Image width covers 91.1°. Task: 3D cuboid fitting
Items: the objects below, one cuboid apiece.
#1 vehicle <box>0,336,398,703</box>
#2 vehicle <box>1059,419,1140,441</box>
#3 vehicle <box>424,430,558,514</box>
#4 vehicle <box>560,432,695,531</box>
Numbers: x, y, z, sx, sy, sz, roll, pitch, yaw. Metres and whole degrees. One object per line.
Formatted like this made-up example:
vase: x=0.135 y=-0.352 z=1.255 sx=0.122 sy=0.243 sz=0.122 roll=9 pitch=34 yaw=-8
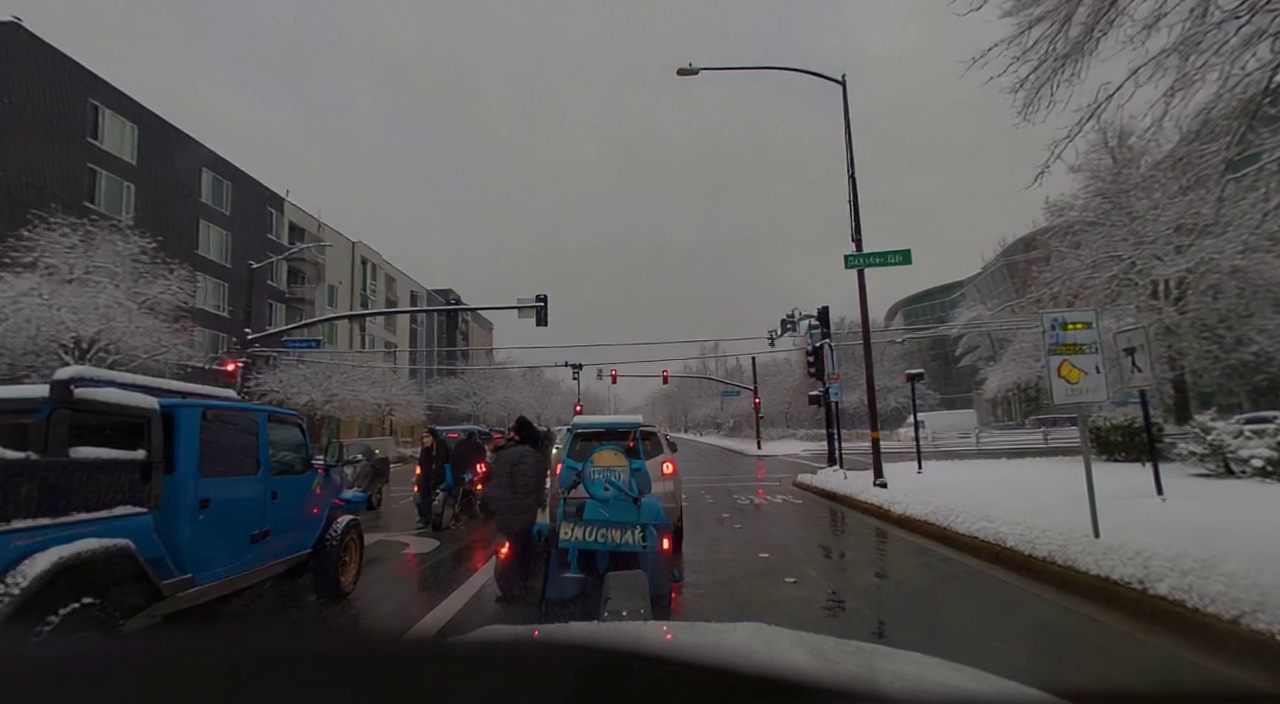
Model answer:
vehicle: x=-3.610 y=1.130 z=4.438 sx=2.000 sy=1.809 sz=4.405 roll=0 pitch=-8 yaw=0
vehicle: x=30.734 y=5.265 z=42.088 sx=1.751 sy=1.420 sz=4.027 roll=8 pitch=-12 yaw=-43
vehicle: x=-3.180 y=2.652 z=14.368 sx=1.935 sy=1.615 sz=4.073 roll=-1 pitch=-8 yaw=2
vehicle: x=-0.164 y=2.253 z=11.529 sx=2.025 sy=1.458 sz=4.085 roll=0 pitch=-8 yaw=1
